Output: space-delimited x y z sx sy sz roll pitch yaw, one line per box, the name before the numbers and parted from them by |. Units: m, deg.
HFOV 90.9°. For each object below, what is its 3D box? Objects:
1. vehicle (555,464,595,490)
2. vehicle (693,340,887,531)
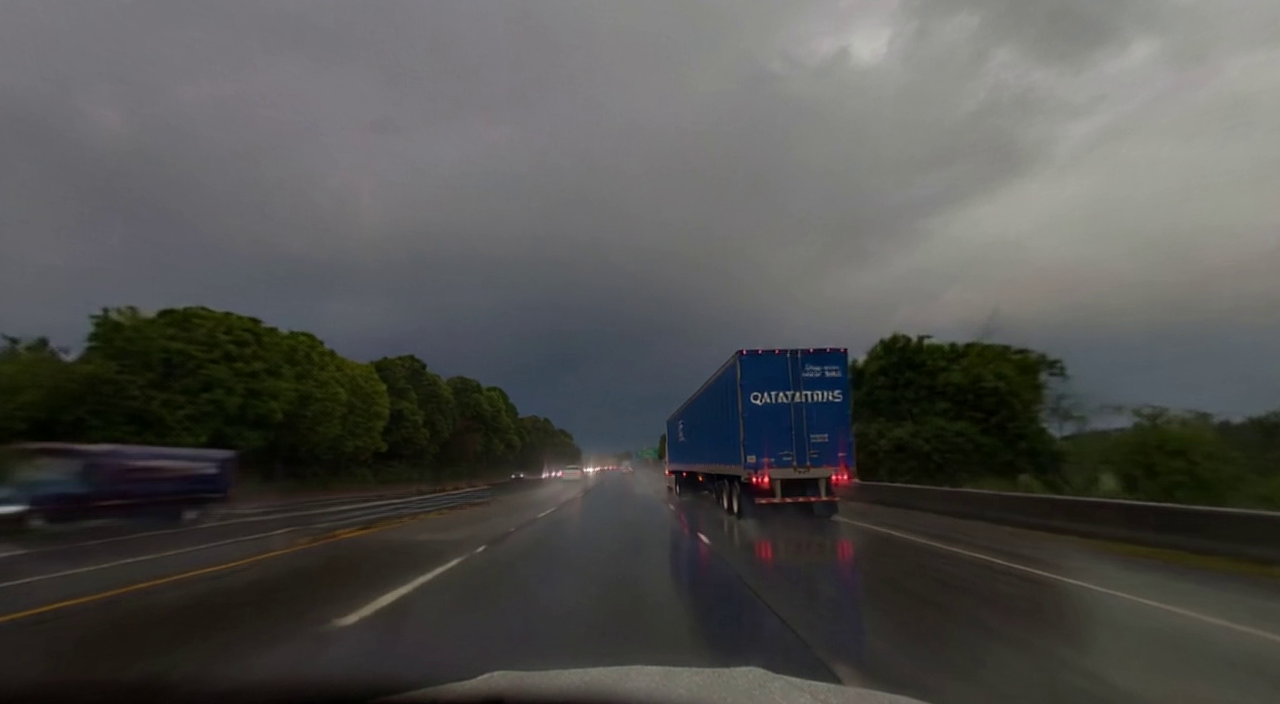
vehicle | -4.197 8.179 41.481 2.180 1.556 4.895 1 -10 0
vehicle | 3.593 2.698 18.708 2.871 4.032 10.642 1 -10 -1
